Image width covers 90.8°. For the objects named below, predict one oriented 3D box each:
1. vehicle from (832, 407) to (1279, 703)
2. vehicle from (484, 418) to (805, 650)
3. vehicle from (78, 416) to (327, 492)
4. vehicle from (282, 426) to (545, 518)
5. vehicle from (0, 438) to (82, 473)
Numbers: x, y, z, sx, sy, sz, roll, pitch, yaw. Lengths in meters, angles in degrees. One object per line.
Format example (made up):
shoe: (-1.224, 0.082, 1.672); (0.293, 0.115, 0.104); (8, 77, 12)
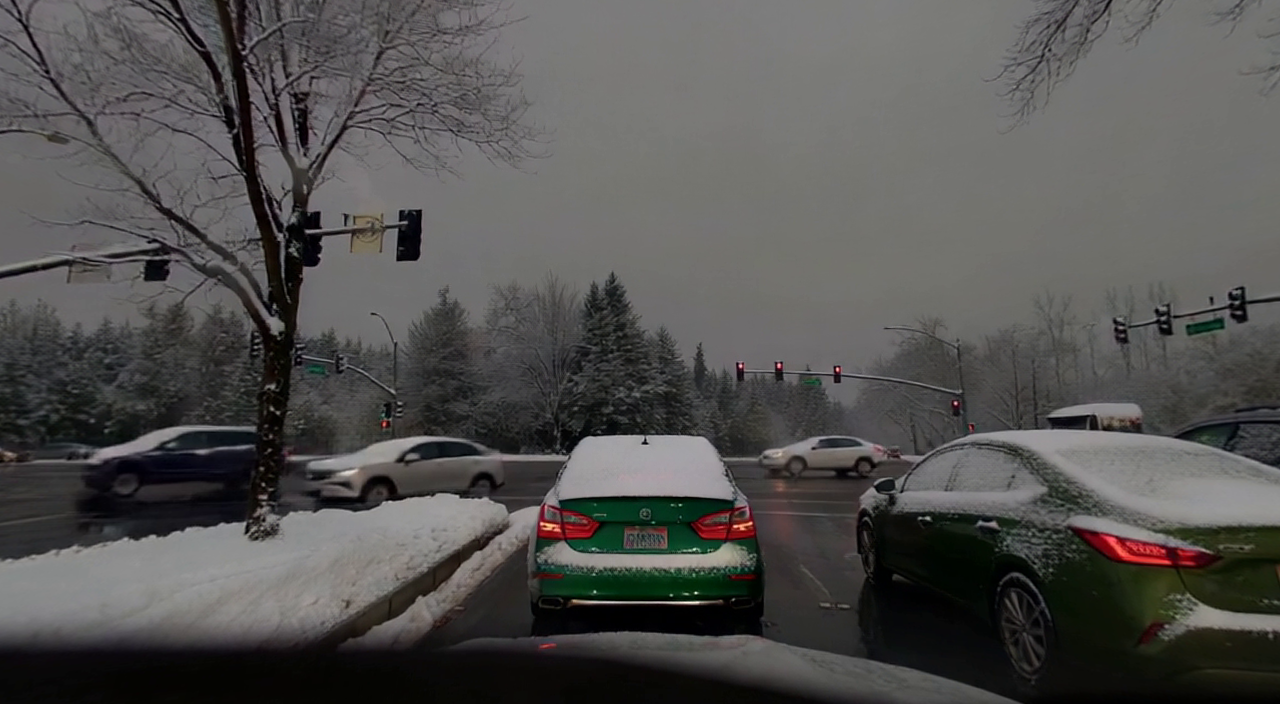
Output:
vehicle: (3.092, 1.299, 4.857); (1.861, 1.479, 4.371); (0, -9, 0)
vehicle: (0.024, 1.469, 6.158); (2.026, 1.458, 4.175); (0, -9, 0)
vehicle: (-11.433, 2.692, 16.958); (1.998, 1.709, 4.984); (-5, -10, 33)
vehicle: (-4.258, 2.314, 12.748); (2.047, 1.473, 4.673); (-5, -10, 32)
vehicle: (-30.245, 5.013, 30.760); (4.517, 1.637, 1.935); (-1, -9, 8)
